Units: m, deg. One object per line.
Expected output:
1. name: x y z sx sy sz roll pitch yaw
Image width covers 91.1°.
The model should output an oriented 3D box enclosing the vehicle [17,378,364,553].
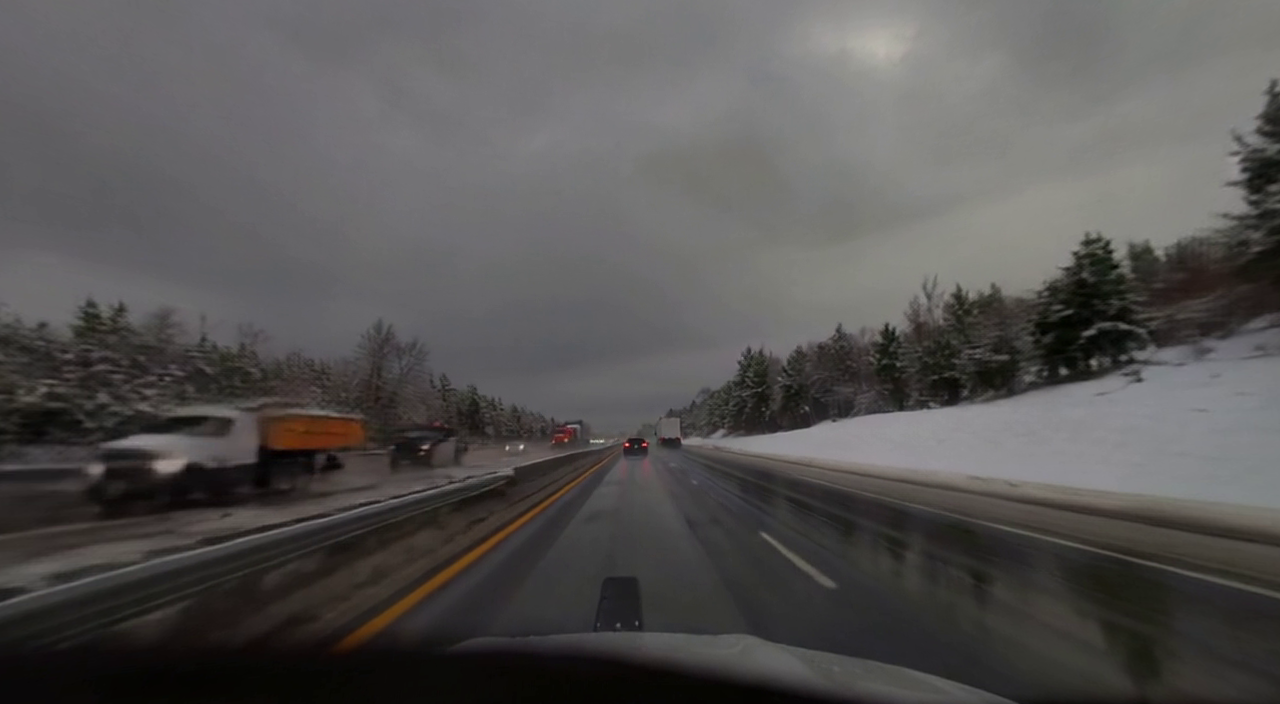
1. vehicle: -8.043 2.100 12.489 2.453 2.460 6.190 -3 -8 -1

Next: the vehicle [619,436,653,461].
1. vehicle: -0.278 5.997 39.260 2.004 1.472 4.075 0 -8 -2

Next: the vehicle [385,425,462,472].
1. vehicle: -12.832 5.775 37.776 2.354 2.530 6.137 0 -8 0
